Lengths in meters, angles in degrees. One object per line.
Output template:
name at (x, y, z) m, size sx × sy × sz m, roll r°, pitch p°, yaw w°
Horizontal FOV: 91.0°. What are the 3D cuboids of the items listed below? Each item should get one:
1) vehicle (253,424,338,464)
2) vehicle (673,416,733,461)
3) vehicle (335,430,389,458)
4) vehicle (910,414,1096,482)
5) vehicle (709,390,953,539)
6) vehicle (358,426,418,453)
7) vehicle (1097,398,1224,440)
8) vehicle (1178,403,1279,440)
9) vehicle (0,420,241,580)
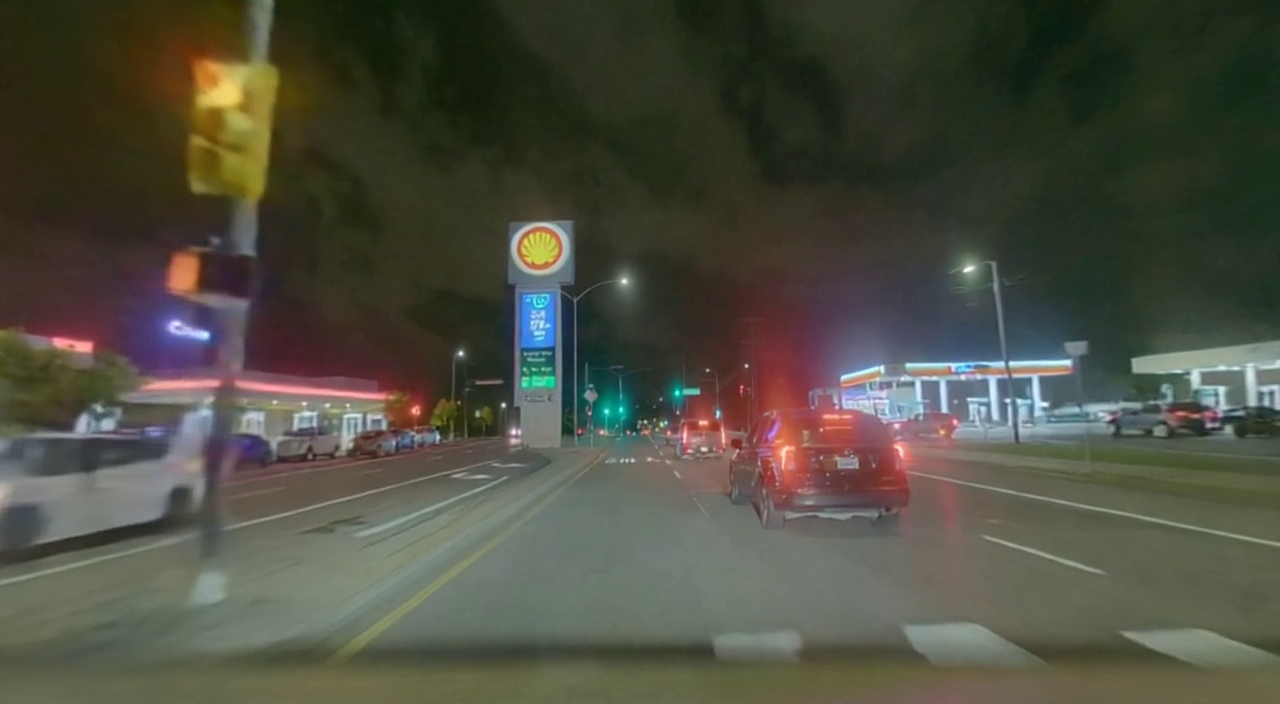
vehicle at (-18.013, 4.860, 33.222) m, size 1.930 × 1.935 × 4.567 m, roll 0°, pitch -9°, yaw -1°
vehicle at (2.525, 3.642, 26.310) m, size 1.999 × 1.679 × 4.217 m, roll 0°, pitch -9°, yaw -1°
vehicle at (-16.673, 5.523, 37.578) m, size 2.290 × 1.519 × 4.860 m, roll 5°, pitch -10°, yaw -30°
vehicle at (9.700, 2.655, 17.496) m, size 2.177 × 1.593 × 5.027 m, roll 0°, pitch -9°, yaw 0°
vehicle at (2.493, 1.665, 9.801) m, size 2.183 × 1.720 × 4.842 m, roll 0°, pitch -9°, yaw -1°
vehicle at (-18.068, 6.326, 45.359) m, size 2.129 × 1.843 × 5.067 m, roll 0°, pitch -9°, yaw 1°
vehicle at (24.676, 3.290, 30.122) m, size 2.066 × 1.817 × 4.675 m, roll 0°, pitch -9°, yaw 1°
vehicle at (28.266, 3.340, 29.707) m, size 2.131 × 1.561 × 3.901 m, roll 0°, pitch -9°, yaw -1°
vehicle at (-7.351, 1.696, 7.709) m, size 2.014 × 1.566 × 4.437 m, roll 0°, pitch -9°, yaw 0°
